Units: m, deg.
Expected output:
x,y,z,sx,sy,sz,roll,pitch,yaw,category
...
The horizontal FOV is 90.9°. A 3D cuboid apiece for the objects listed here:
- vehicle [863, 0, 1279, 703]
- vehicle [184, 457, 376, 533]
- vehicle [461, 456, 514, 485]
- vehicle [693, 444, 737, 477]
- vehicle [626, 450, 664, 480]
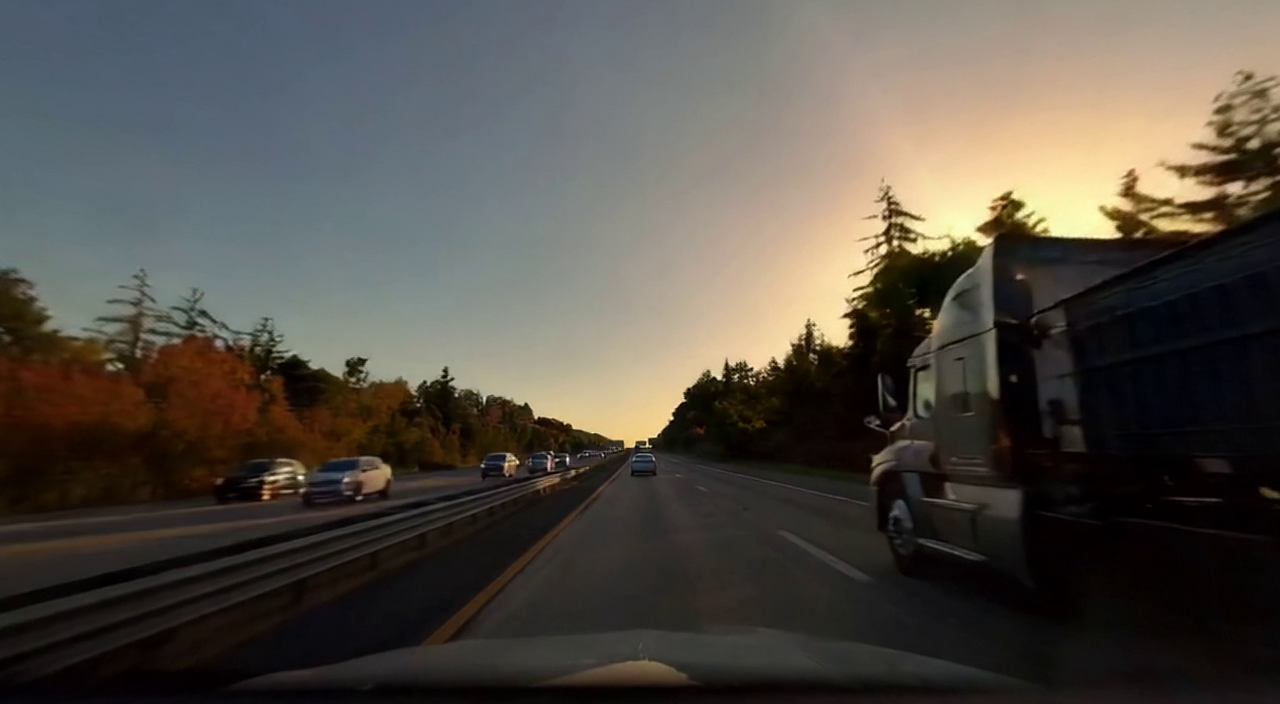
x,y,z,sx,sy,sz,roll,pitch,yaw,category
4.507,-0.055,2.515,2.885,3.679,12.102,0,-9,1,vehicle
-8.291,3.287,15.139,1.935,1.477,4.537,0,-9,0,vehicle
-8.230,6.415,34.271,1.873,1.435,3.915,0,-9,0,vehicle
4.512,6.595,38.463,2.020,1.849,4.051,0,-9,-2,vehicle
0.262,6.082,34.018,1.939,1.495,3.612,0,-9,0,vehicle
